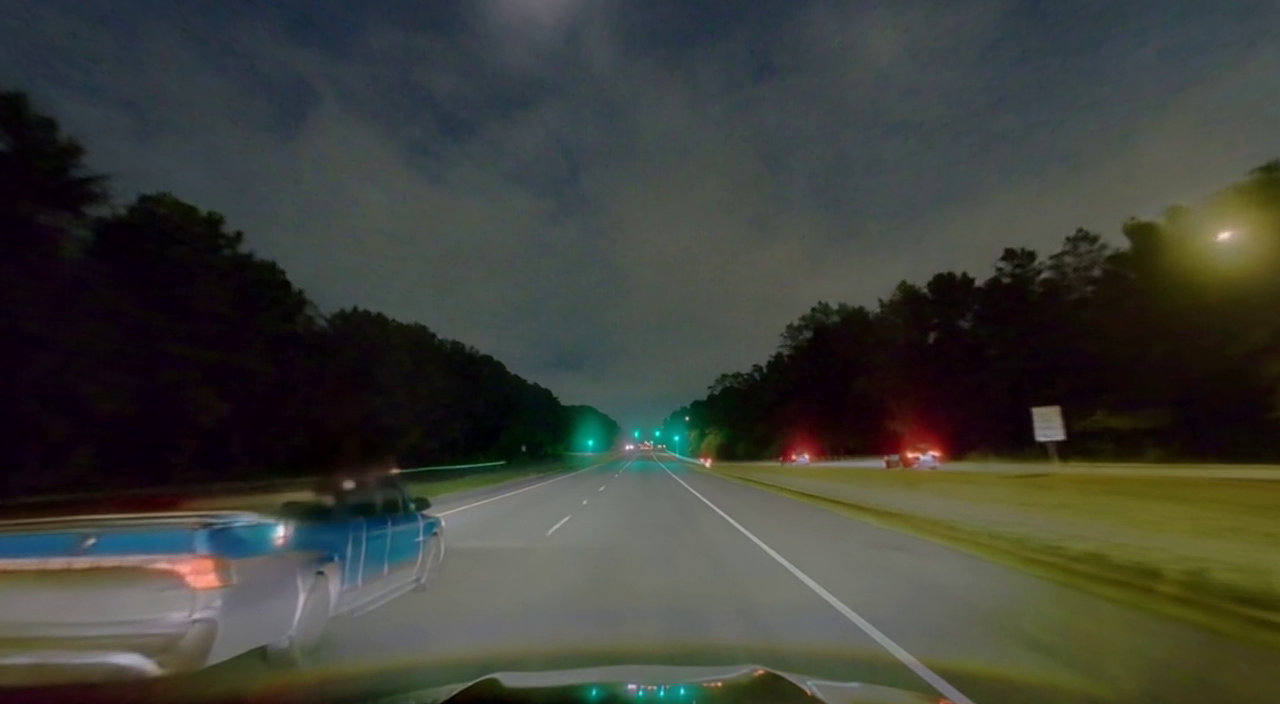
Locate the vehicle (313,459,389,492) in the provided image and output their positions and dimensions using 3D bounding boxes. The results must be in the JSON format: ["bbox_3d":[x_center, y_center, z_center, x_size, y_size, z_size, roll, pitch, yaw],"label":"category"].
[{"bbox_3d":[-14.517,6.207,31.930,1.841,1.465,4.007,0,-9,2],"label":"vehicle"}]
